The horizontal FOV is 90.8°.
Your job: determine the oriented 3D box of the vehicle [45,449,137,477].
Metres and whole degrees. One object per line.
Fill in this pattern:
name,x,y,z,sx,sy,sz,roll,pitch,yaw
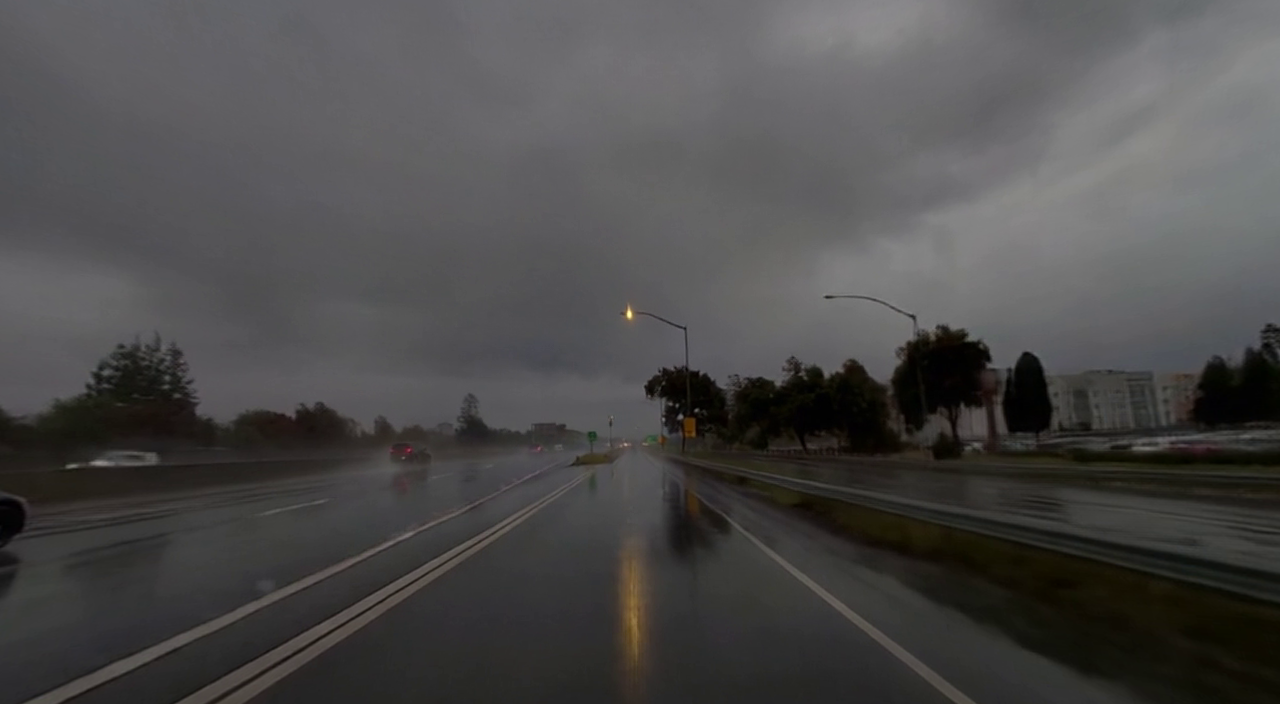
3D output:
vehicle,-32.785,6.673,37.889,1.884,1.466,4.266,-2,-10,-4

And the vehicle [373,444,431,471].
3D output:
vehicle,-15.836,7.036,42.362,2.126,1.671,5.173,0,-8,-4
